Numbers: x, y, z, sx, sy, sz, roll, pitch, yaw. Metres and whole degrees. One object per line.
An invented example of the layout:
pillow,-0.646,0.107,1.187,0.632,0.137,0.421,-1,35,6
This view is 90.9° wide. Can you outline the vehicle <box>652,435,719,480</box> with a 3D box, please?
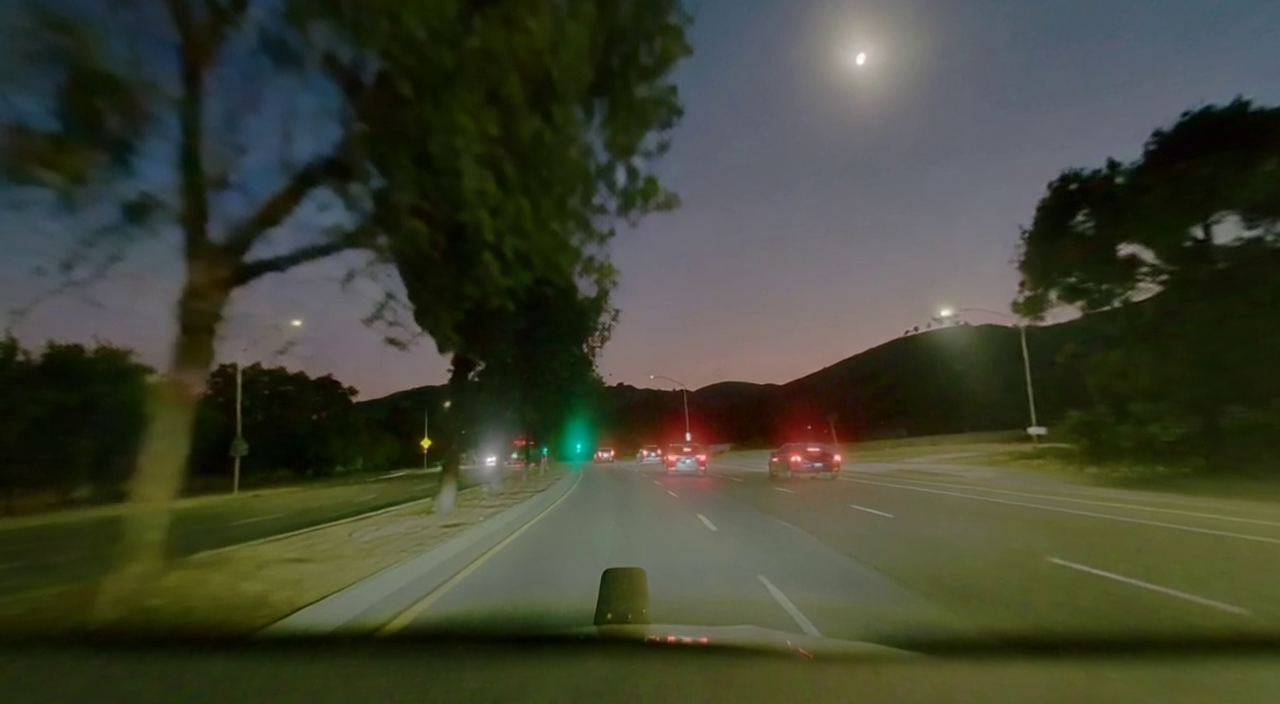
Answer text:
vehicle,1.849,4.509,27.194,2.253,1.756,4.313,0,-8,-4
